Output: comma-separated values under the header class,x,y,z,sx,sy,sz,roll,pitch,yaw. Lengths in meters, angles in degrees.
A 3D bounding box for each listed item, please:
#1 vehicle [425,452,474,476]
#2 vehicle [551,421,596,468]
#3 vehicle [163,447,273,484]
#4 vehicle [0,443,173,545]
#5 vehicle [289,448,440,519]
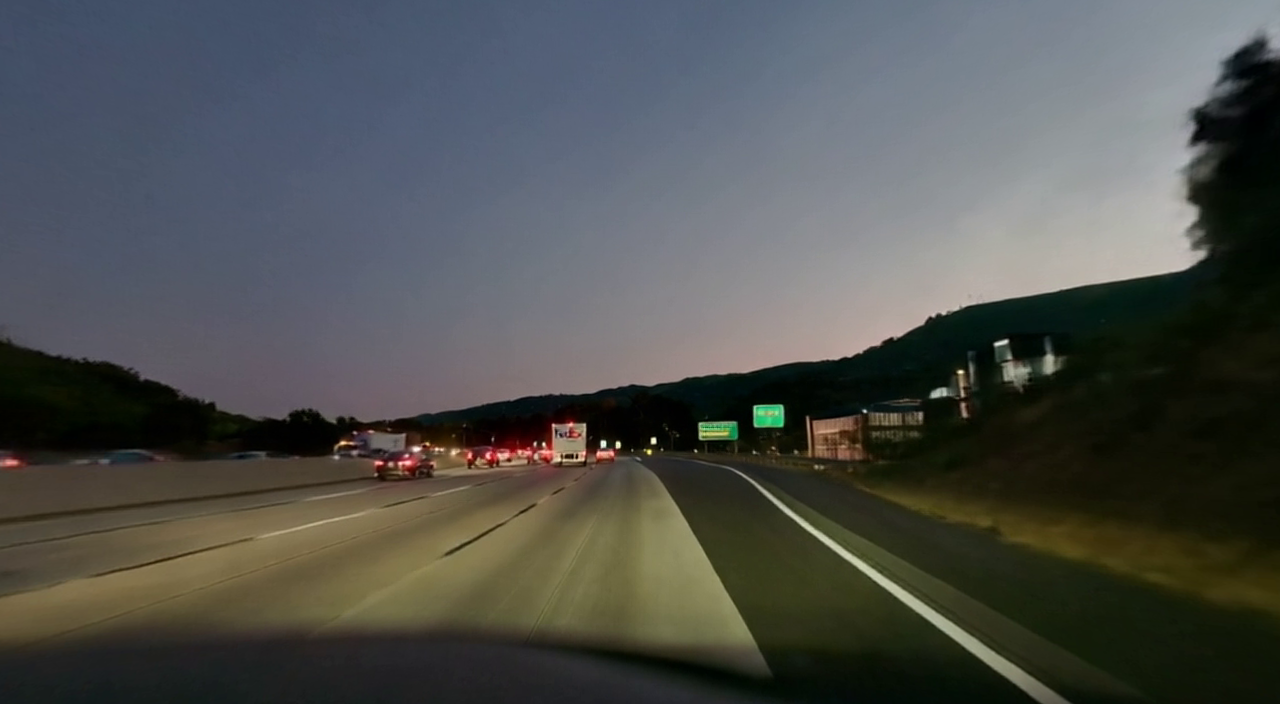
class,x,y,z,sx,sy,sz,roll,pitch,yaw
vehicle,-12.142,7.155,40.529,1.879,1.431,4.425,0,-8,-1
vehicle,-4.976,7.101,48.473,2.798,3.212,7.573,1,-8,-2
vehicle,-21.808,5.863,32.952,2.037,1.723,5.468,0,-8,-1
vehicle,-11.687,2.620,12.138,1.931,1.692,4.443,0,-8,0
vehicle,-7.822,3.733,18.518,2.294,1.710,4.436,1,-8,1
